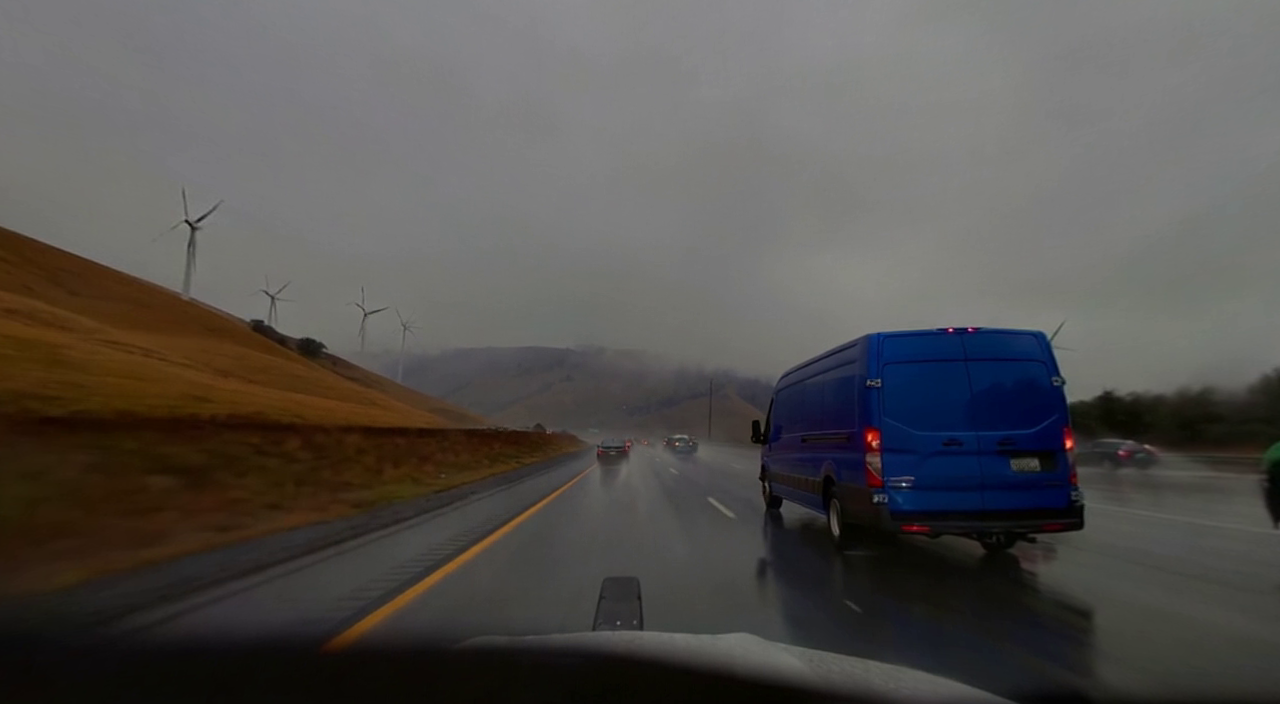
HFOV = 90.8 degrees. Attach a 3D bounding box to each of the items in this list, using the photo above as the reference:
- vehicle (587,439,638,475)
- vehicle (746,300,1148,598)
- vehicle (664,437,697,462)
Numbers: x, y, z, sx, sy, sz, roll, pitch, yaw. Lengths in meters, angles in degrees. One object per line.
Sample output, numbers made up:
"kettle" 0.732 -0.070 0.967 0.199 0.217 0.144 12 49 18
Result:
"vehicle" -1.142 4.537 27.449 2.082 1.445 3.826 0 -8 -1
"vehicle" 3.176 1.246 8.509 2.365 2.630 5.754 0 -8 -1
"vehicle" 2.958 7.207 46.833 2.108 1.717 3.996 0 -8 -2
